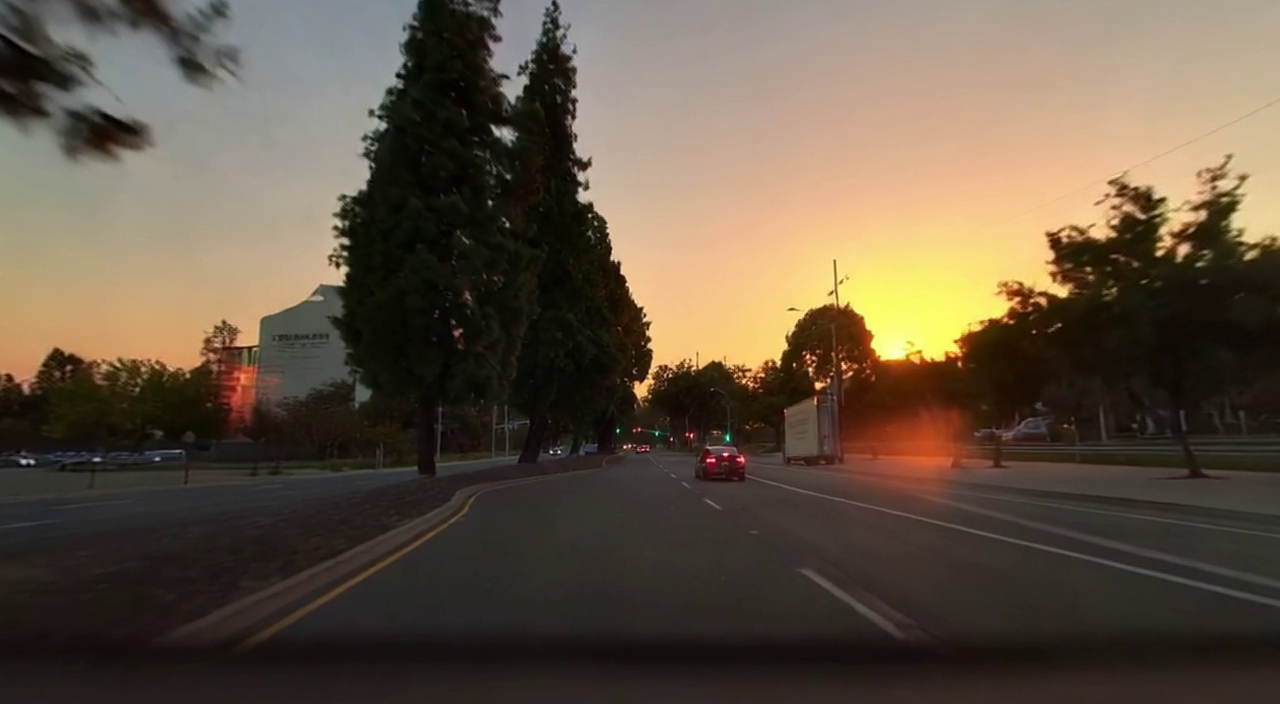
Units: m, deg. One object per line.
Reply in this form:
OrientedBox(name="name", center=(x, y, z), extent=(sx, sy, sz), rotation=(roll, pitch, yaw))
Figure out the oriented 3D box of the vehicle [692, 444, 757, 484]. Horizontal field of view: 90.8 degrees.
OrientedBox(name="vehicle", center=(3.364, 4.541, 25.960), extent=(1.948, 1.479, 4.620), rotation=(0, -8, -1))
